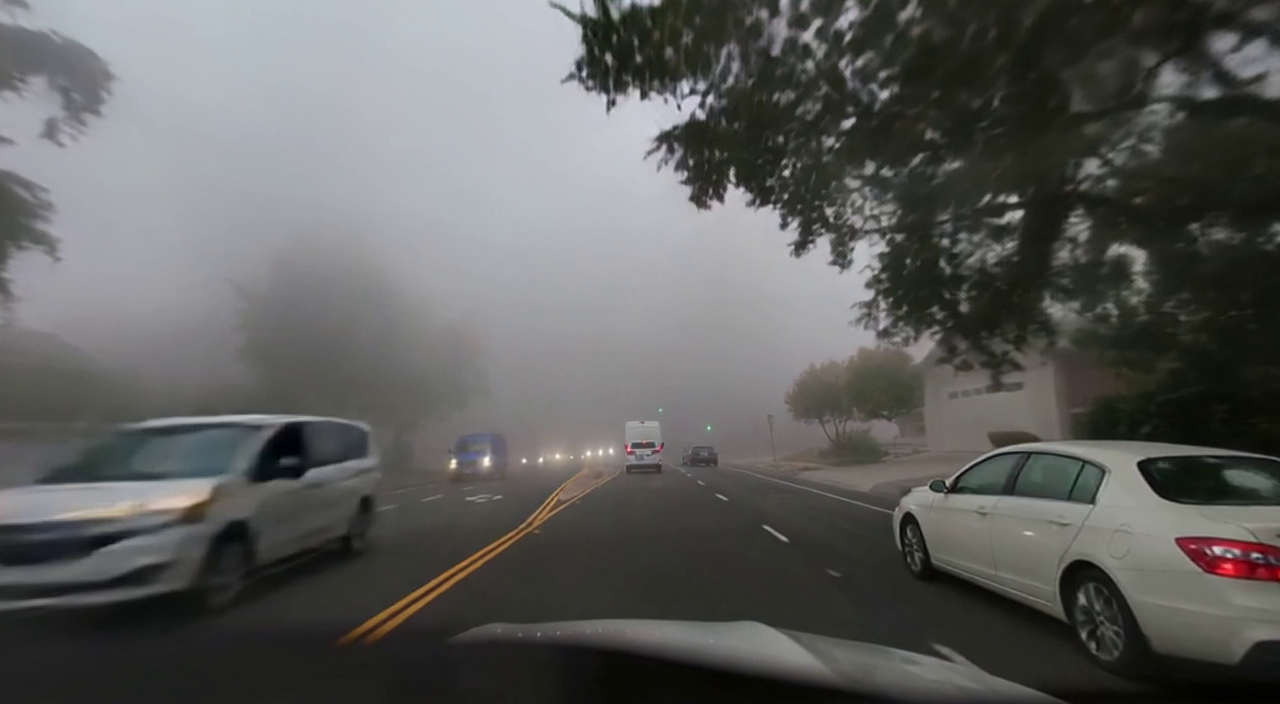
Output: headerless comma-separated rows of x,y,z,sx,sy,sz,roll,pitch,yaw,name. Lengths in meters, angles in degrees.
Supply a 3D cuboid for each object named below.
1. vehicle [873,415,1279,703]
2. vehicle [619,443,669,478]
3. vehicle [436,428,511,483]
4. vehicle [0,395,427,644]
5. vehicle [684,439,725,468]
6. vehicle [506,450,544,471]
3.559,1.301,4.688,1.973,1.447,4.402,0,-9,0,vehicle
0.153,4.956,29.147,2.114,1.483,4.207,0,-9,0,vehicle
-8.380,5.270,32.429,2.383,2.558,5.821,0,-9,-1,vehicle
-4.187,1.560,7.009,2.054,1.772,4.817,0,-9,-1,vehicle
4.317,6.886,42.865,2.187,1.847,4.553,0,-9,-1,vehicle
-8.407,7.983,46.623,2.070,1.454,4.400,0,-9,-1,vehicle
